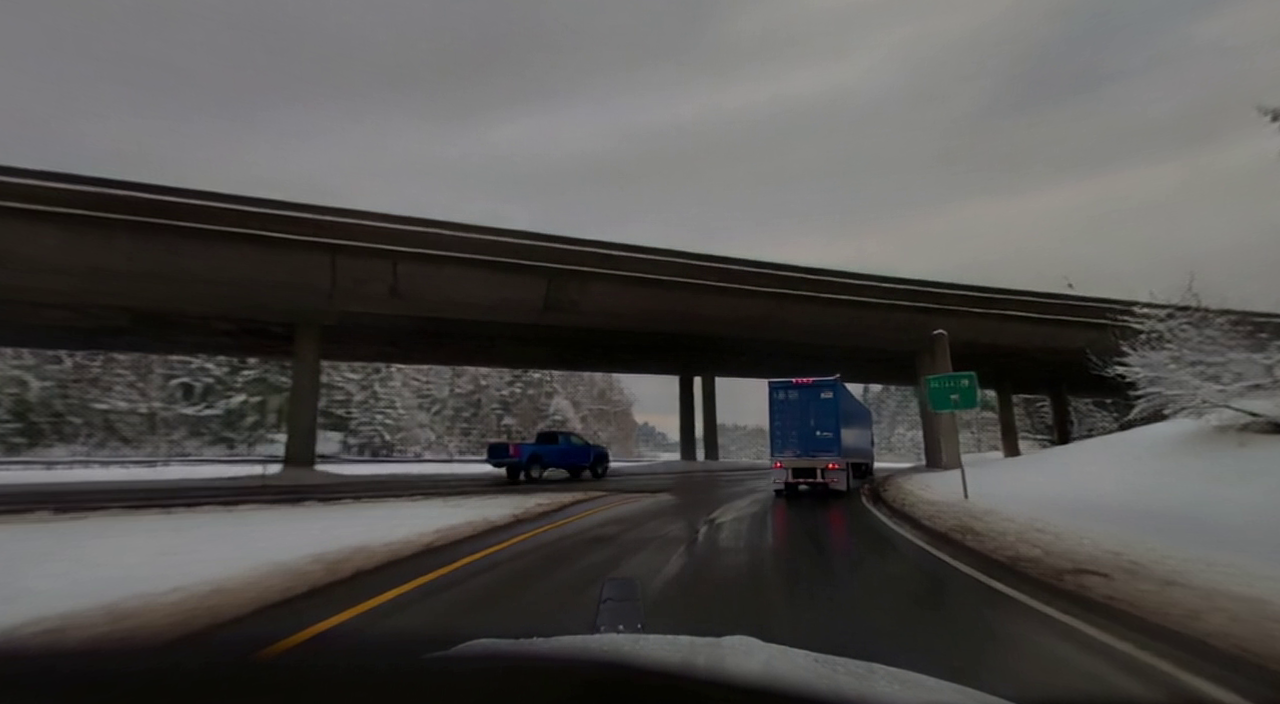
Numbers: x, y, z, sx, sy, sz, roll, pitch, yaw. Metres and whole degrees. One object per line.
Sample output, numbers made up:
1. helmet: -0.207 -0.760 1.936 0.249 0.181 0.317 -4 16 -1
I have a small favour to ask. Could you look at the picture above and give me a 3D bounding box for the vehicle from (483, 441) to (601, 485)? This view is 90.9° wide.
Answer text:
1. vehicle: -3.477 4.015 23.108 1.940 1.444 4.024 -7 -11 37
